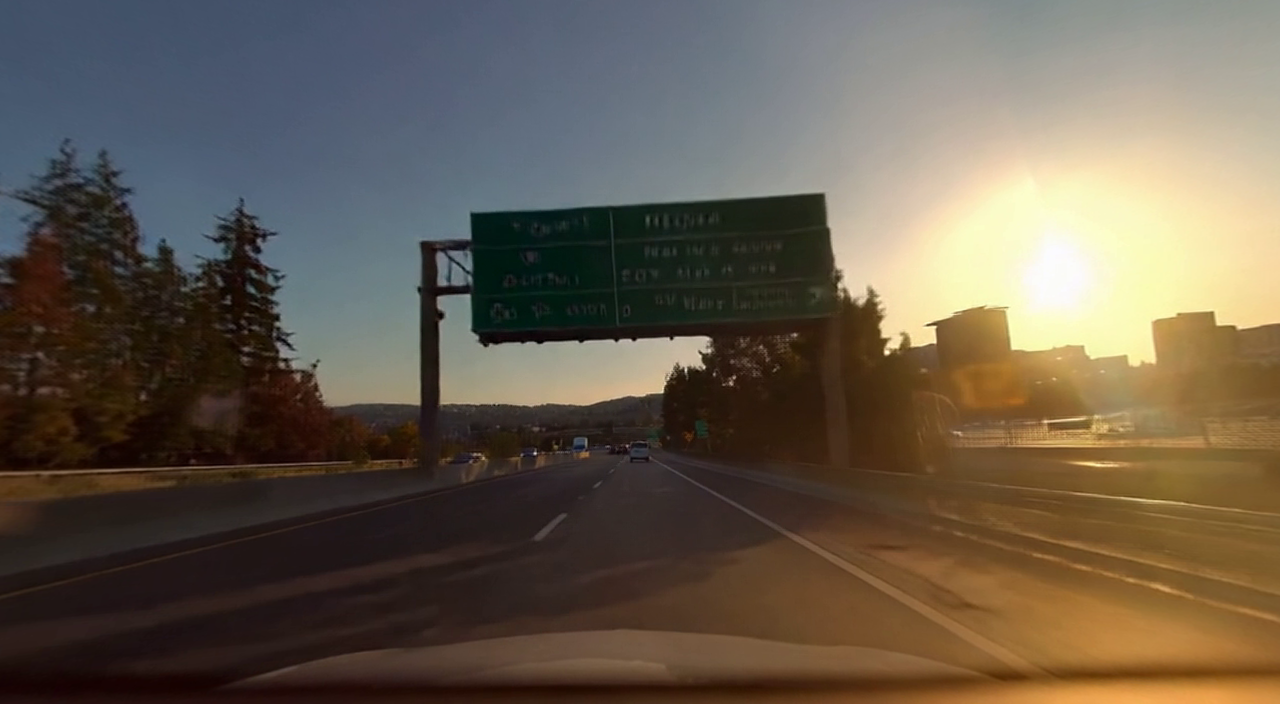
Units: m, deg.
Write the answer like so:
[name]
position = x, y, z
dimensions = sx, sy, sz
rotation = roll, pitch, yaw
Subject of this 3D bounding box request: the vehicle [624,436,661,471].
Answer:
[vehicle]
position = 0.195, 6.615, 40.899
dimensions = 2.268, 2.122, 4.595
rotation = -1, -9, 1
